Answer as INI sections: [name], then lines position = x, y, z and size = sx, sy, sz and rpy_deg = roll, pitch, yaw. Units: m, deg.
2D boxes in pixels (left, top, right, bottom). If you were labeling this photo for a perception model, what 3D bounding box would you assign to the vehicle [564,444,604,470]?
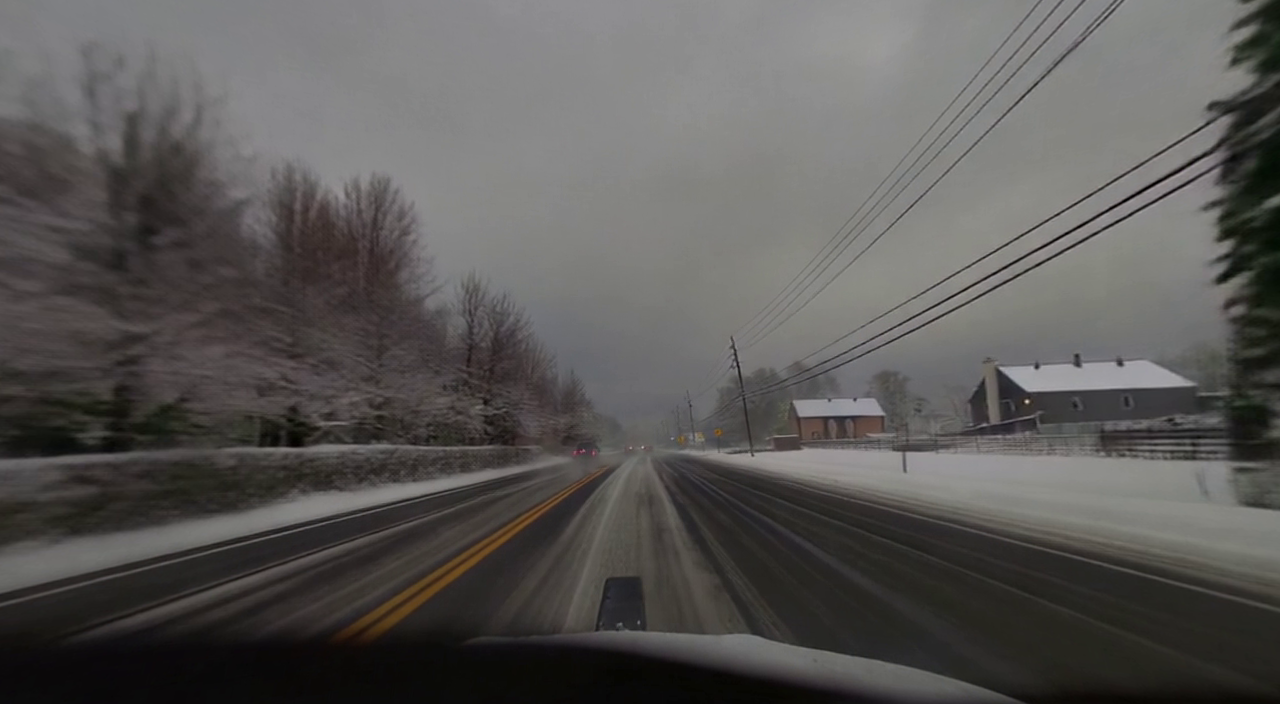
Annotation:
[vehicle]
position = -3.350, 6.365, 38.346
size = 2.007, 1.514, 4.049
rpy_deg = 0, -9, 1
